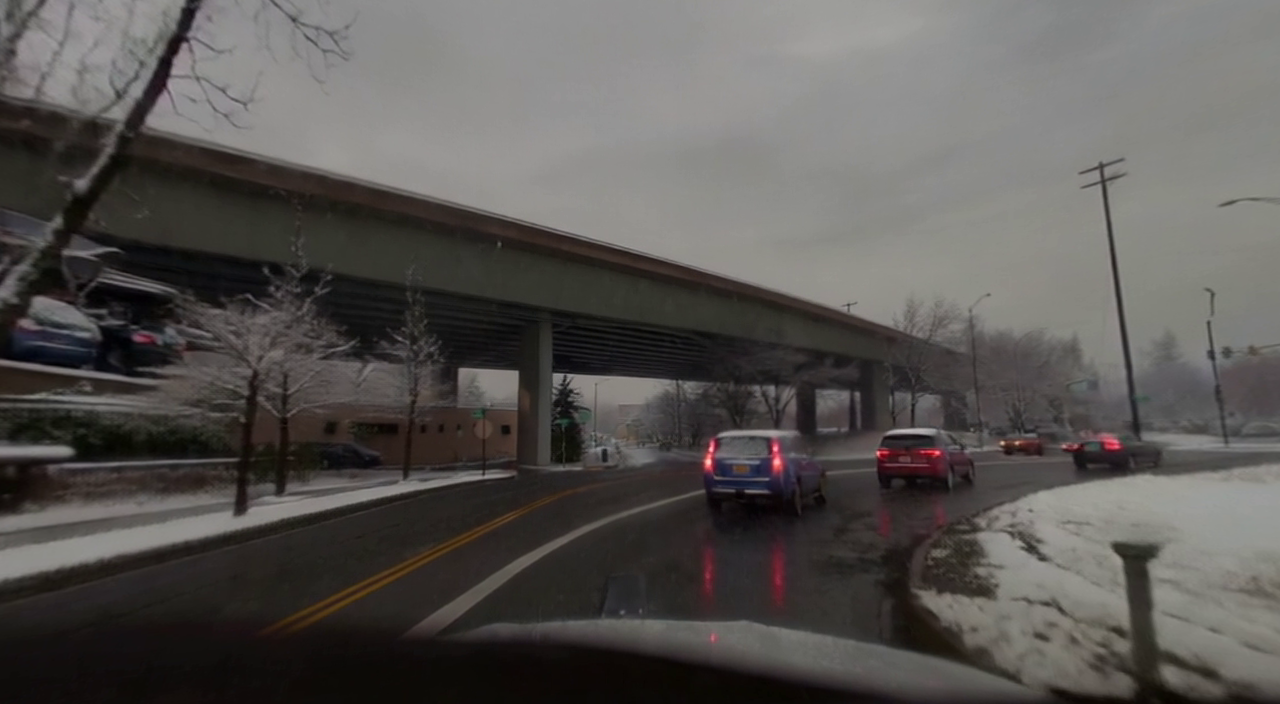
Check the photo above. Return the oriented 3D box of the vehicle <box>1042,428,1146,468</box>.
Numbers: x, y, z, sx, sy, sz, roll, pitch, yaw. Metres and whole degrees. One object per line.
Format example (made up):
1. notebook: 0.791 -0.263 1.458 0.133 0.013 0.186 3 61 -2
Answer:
1. vehicle: 21.407 4.500 29.803 4.310 1.762 1.995 4 -9 -25

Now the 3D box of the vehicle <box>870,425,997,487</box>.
1. vehicle: 10.297 3.568 22.021 4.771 1.885 2.241 8 -11 -42

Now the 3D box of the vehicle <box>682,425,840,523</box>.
1. vehicle: 2.653 2.362 12.829 2.087 1.578 4.652 -4 -9 24
